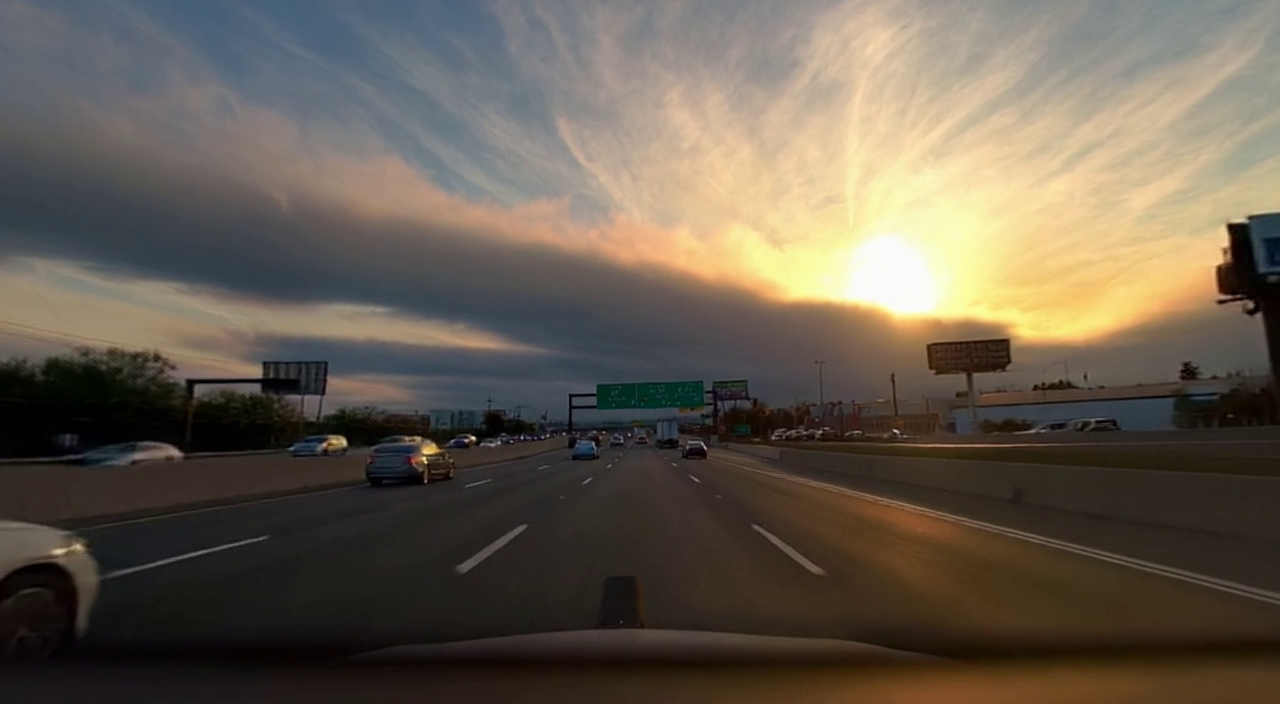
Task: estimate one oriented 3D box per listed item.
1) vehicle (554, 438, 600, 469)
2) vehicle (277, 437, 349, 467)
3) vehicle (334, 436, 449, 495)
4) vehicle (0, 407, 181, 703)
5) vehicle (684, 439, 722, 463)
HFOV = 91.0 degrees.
[{"bbox_3d":[-3.355,5.492,34.123,2.001,1.577,4.055,0,-9,1],"label":"vehicle"},{"bbox_3d":[-19.566,6.002,37.895,1.927,1.661,4.379,0,-9,0],"label":"vehicle"},{"bbox_3d":[-7.171,3.302,18.621,1.865,1.518,3.620,0,-9,1],"label":"vehicle"},{"bbox_3d":[-3.827,0.814,1.621,2.008,1.504,4.264,0,-9,1],"label":"vehicle"},{"bbox_3d":[4.187,6.725,42.830,2.135,1.532,4.506,1,-9,0],"label":"vehicle"}]
